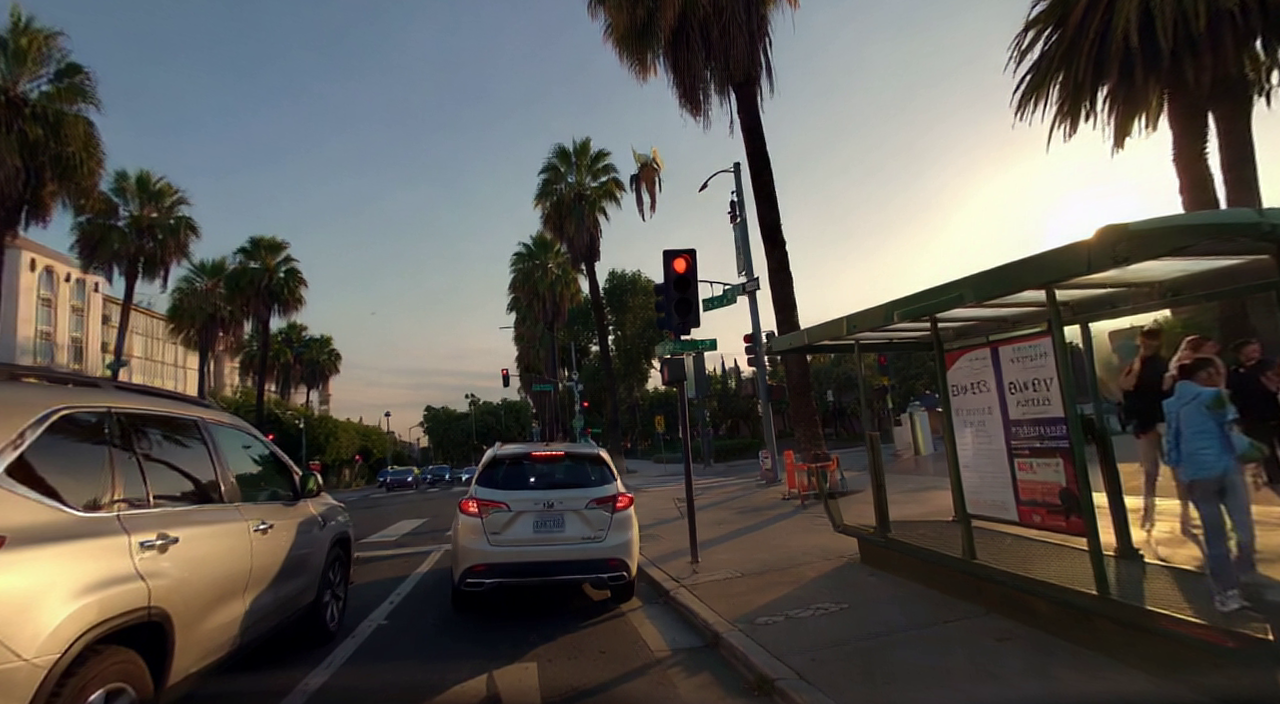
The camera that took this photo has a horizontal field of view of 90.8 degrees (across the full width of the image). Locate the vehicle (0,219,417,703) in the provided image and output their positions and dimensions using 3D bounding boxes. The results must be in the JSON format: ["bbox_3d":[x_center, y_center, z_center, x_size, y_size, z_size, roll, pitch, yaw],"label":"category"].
[{"bbox_3d":[-2.763,0.907,3.219,2.098,1.851,4.571,1,-9,-7],"label":"vehicle"}]

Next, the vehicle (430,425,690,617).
[{"bbox_3d":[-1.024,1.650,7.238,2.065,1.467,4.289,2,-9,-11],"label":"vehicle"}]

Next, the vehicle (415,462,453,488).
[{"bbox_3d":[-14.624,8.687,44.982,1.964,1.642,4.085,1,-9,-10],"label":"vehicle"}]
